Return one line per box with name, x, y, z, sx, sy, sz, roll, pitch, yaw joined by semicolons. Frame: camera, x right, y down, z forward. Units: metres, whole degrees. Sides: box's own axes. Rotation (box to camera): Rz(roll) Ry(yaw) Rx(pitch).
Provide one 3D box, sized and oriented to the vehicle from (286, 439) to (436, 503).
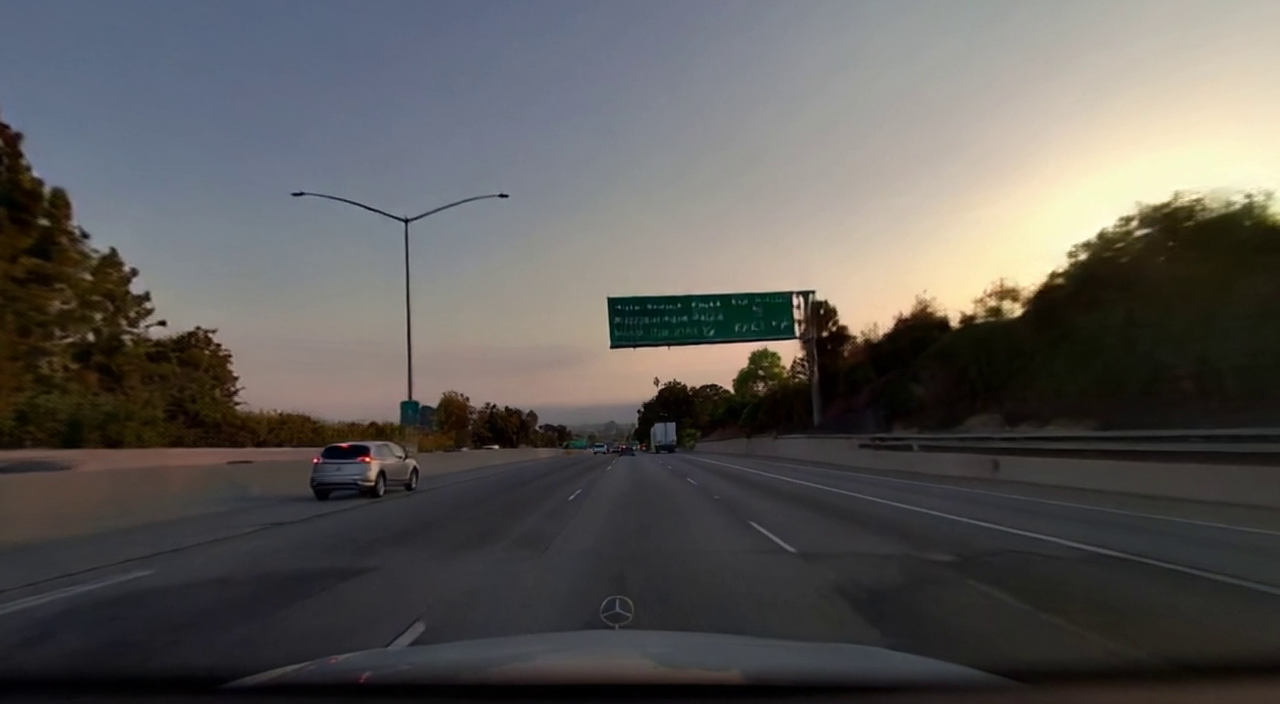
vehicle;-7.334;3.151;17.227;2.033;1.494;4.508;0;-9;0
